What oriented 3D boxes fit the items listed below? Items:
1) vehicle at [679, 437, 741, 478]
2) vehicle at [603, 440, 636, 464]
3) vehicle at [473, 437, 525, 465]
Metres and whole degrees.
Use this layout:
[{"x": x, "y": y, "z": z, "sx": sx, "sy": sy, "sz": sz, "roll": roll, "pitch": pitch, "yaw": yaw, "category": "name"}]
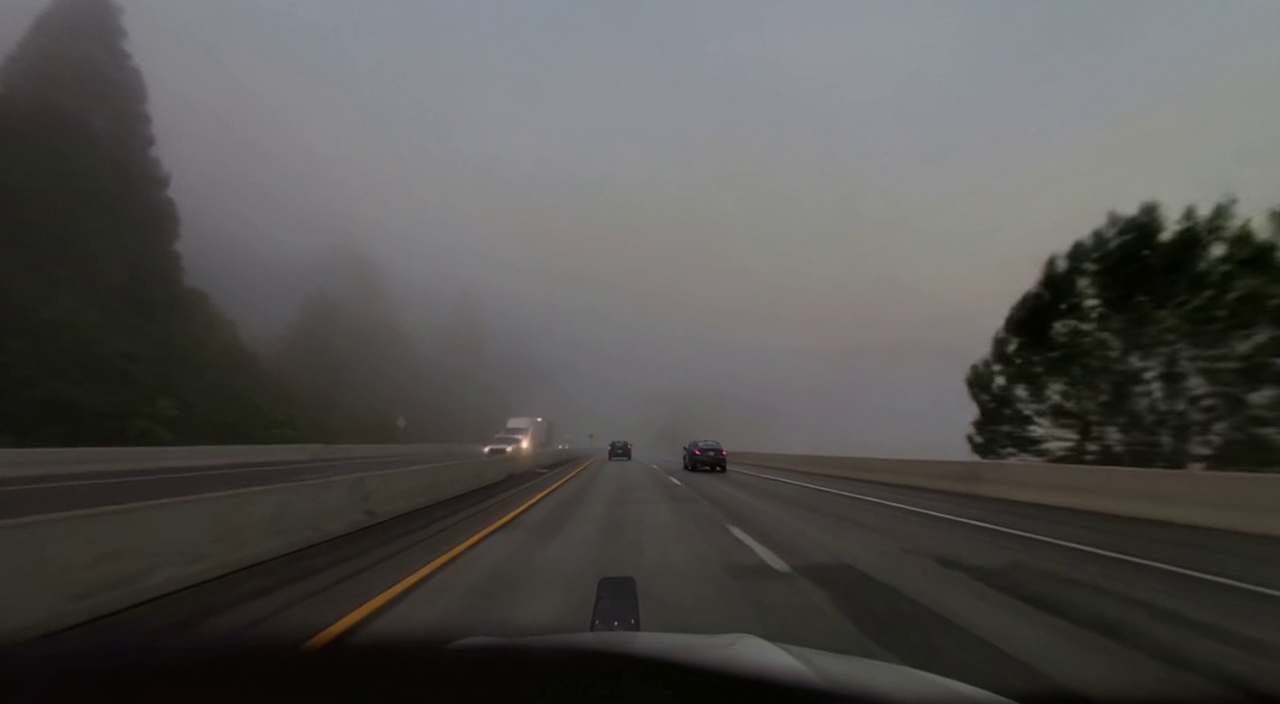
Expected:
[{"x": 2.816, "y": 4.361, "z": 26.233, "sx": 2.146, "sy": 1.546, "sz": 3.796, "roll": -1, "pitch": -8, "yaw": 0, "category": "vehicle"}, {"x": -1.409, "y": 6.863, "z": 43.487, "sx": 2.178, "sy": 1.559, "sz": 4.254, "roll": 0, "pitch": -8, "yaw": -2, "category": "vehicle"}, {"x": -8.179, "y": 5.761, "z": 36.933, "sx": 2.058, "sy": 1.503, "sz": 4.562, "roll": 0, "pitch": -8, "yaw": -1, "category": "vehicle"}]
